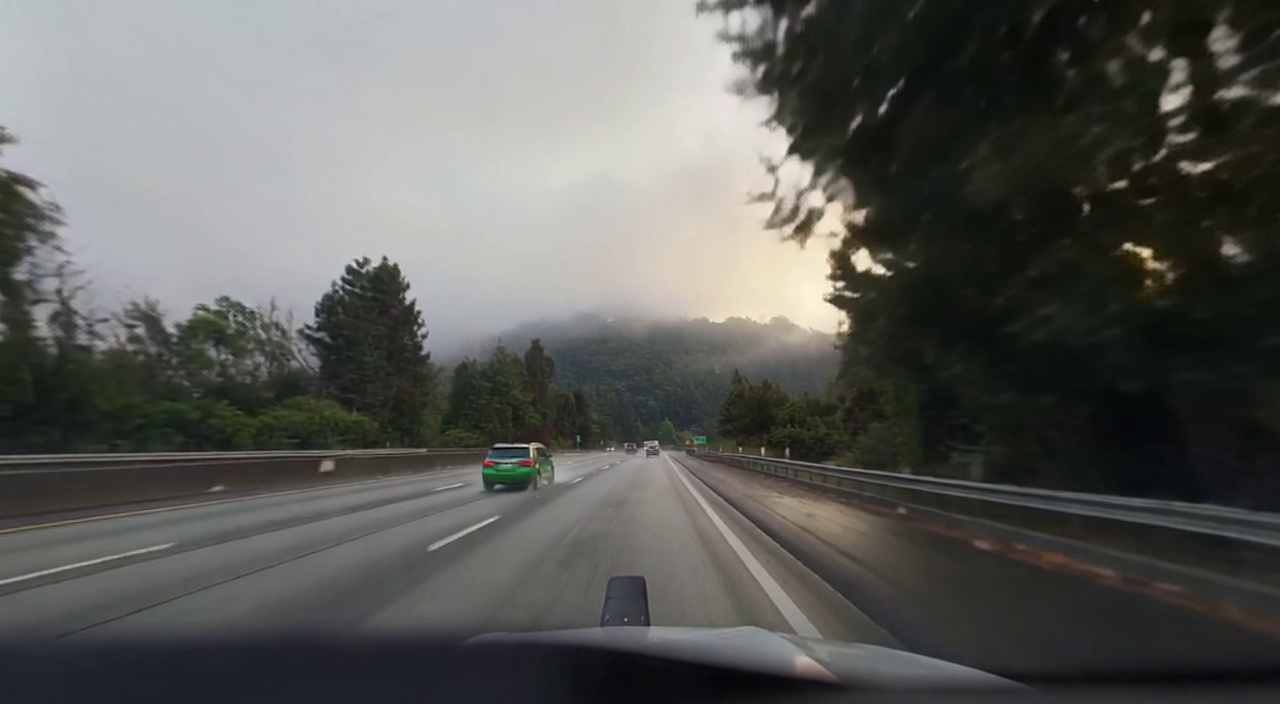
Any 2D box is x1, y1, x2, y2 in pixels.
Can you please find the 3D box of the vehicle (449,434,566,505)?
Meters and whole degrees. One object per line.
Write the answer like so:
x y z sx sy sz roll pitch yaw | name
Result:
-3.222 2.931 16.279 2.015 1.561 4.469 0 -8 1 | vehicle
